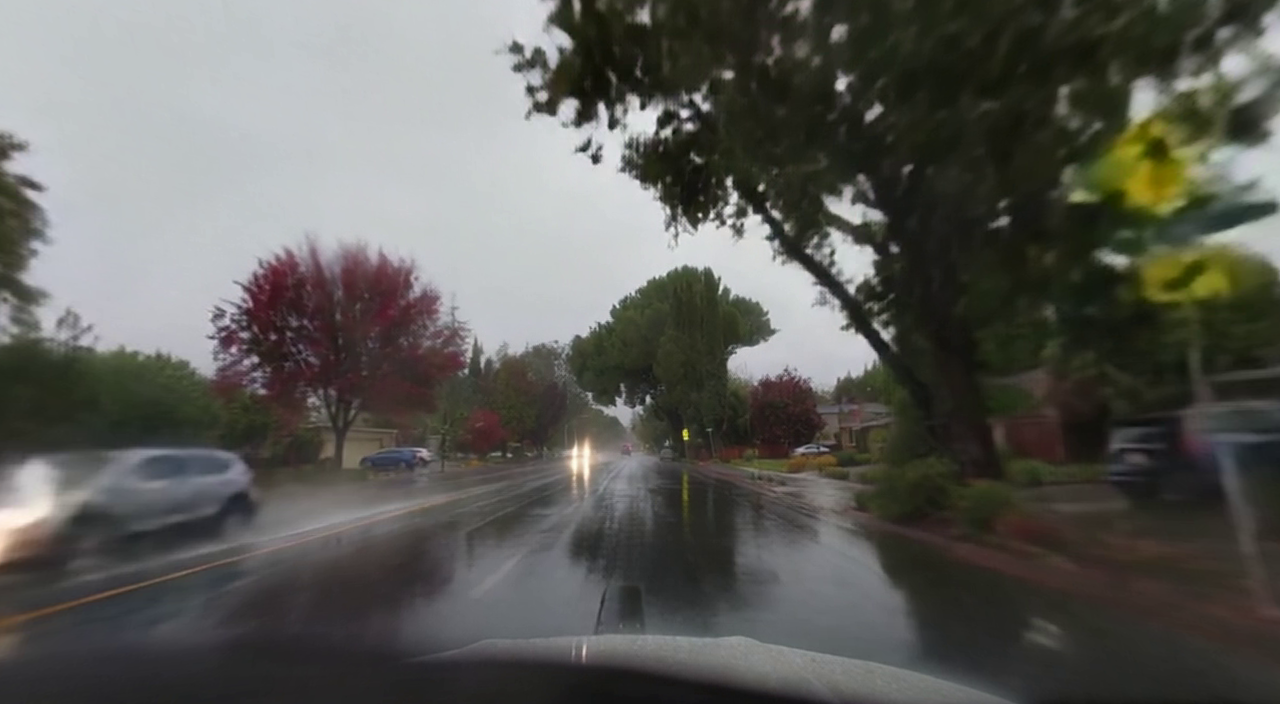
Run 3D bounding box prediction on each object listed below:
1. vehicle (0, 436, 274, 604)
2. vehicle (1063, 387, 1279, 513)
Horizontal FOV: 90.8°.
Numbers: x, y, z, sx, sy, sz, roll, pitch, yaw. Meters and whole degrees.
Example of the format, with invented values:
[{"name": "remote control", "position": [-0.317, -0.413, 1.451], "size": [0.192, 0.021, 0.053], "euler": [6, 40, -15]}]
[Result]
[{"name": "vehicle", "position": [-7.173, 1.947, 8.237], "size": [1.951, 1.613, 4.654], "euler": [-1, -8, 1]}, {"name": "vehicle", "position": [10.540, 1.735, 10.977], "size": [4.583, 1.853, 2.260], "euler": [-2, -14, -2]}]
